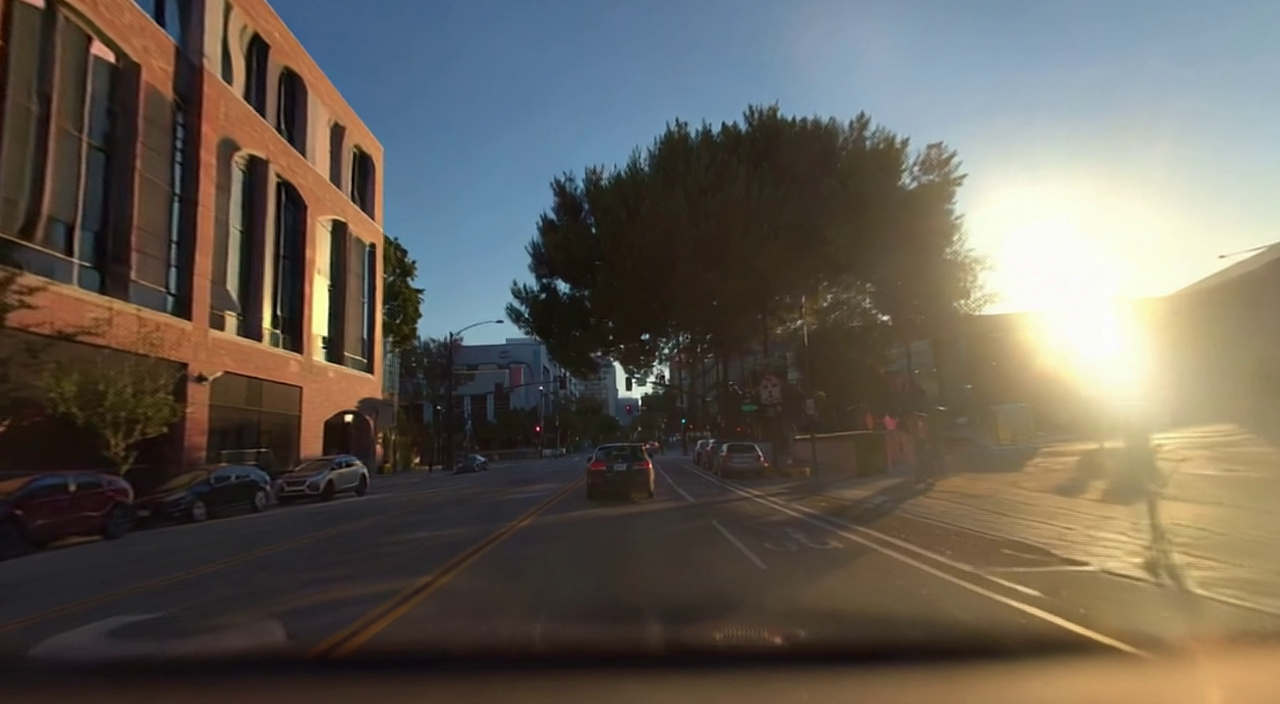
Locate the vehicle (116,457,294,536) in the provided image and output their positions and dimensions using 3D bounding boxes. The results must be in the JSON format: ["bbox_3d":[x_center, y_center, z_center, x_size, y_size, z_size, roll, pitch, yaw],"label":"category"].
[{"bbox_3d":[-12.156,3.993,18.125,1.945,1.712,4.648,-5,-8,-2],"label":"vehicle"}]

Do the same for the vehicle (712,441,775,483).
[{"bbox_3d":[4.420,4.743,27.561,1.924,1.645,4.528,-1,-9,0],"label":"vehicle"}]

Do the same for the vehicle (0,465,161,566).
[{"bbox_3d":[-12.041,3.182,12.493,1.976,1.577,4.091,-4,-8,-1],"label":"vehicle"}]

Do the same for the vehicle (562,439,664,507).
[{"bbox_3d":[-0.613,2.999,16.079,2.269,1.479,3.980,0,-9,-1],"label":"vehicle"}]

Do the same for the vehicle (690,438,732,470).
[{"bbox_3d":[4.443,6.511,40.365,1.972,1.822,4.889,-3,-9,-1],"label":"vehicle"}]

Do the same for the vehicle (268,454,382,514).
[{"bbox_3d":[-12.000,4.996,24.445,2.090,1.784,4.832,-4,-8,-2],"label":"vehicle"}]

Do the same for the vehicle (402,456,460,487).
[{"bbox_3d":[-12.267,7.018,37.357,1.968,1.469,4.523,-3,-8,-1],"label":"vehicle"}]
